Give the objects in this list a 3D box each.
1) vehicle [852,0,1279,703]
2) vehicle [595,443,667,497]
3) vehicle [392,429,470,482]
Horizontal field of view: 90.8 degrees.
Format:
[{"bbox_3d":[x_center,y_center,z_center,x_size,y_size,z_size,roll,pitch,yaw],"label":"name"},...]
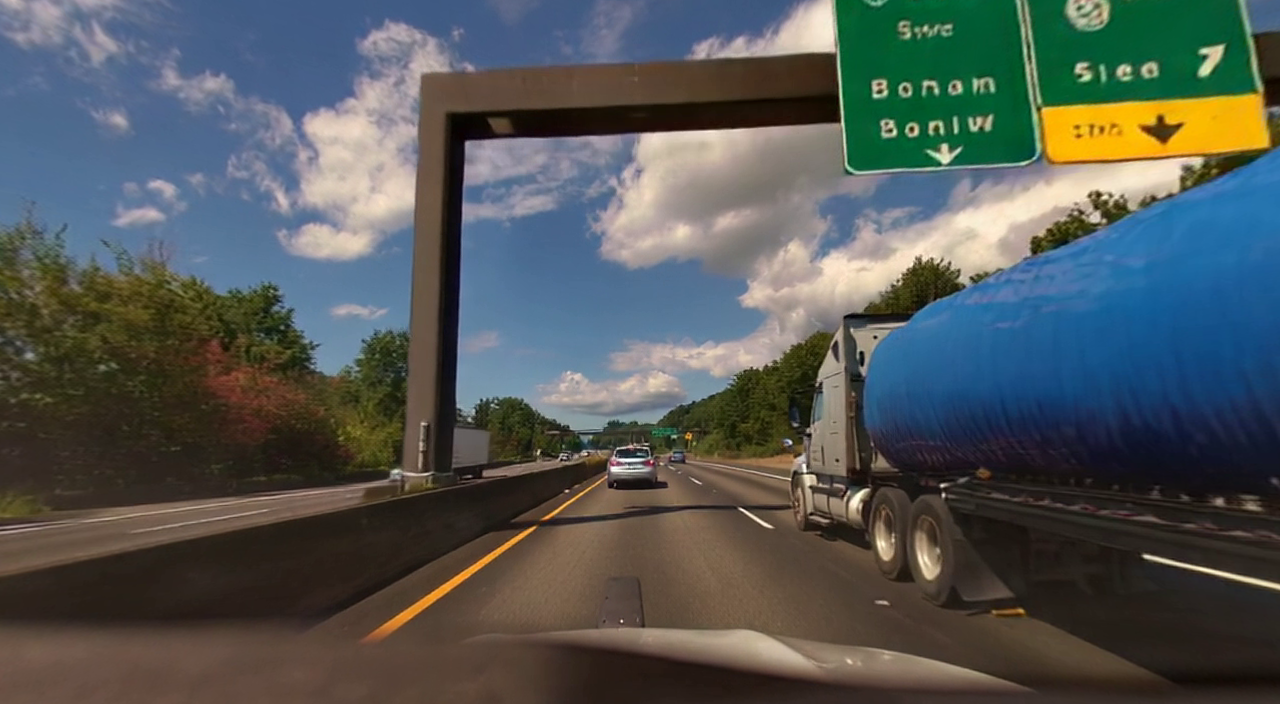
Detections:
[{"bbox_3d":[3.928,-0.159,1.655,2.694,3.453,11.641,0,-9,0],"label":"vehicle"},{"bbox_3d":[-0.243,3.622,19.627,2.003,1.490,3.636,0,-9,0],"label":"vehicle"},{"bbox_3d":[-12.124,6.024,37.240,2.375,2.798,6.597,-1,-8,0],"label":"vehicle"}]
